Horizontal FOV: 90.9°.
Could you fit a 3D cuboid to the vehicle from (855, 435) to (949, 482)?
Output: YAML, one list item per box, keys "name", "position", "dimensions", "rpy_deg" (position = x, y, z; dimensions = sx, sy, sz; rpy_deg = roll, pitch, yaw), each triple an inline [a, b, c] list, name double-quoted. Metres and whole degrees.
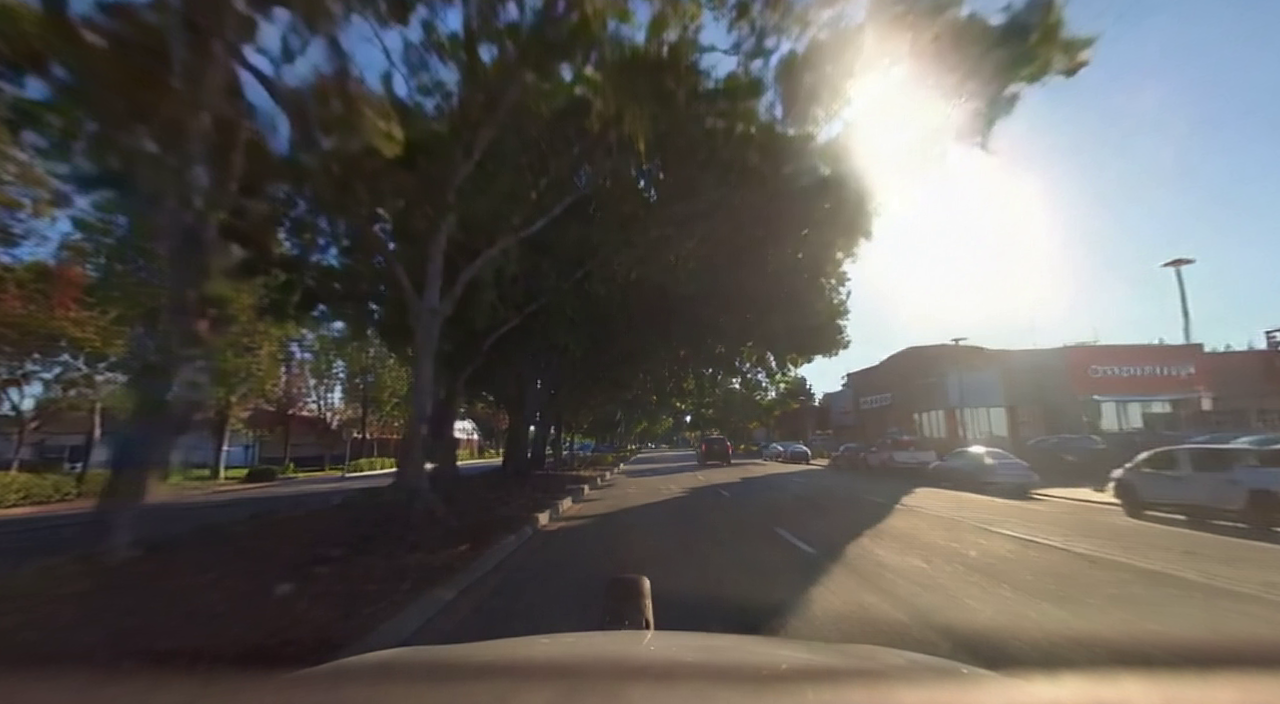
- name: "vehicle"
  position: [10.915, 4.467, 26.699]
  dimensions: [1.959, 1.751, 4.961]
  rpy_deg: [0, -9, 2]

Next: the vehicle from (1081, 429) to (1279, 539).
- name: "vehicle"
  position: [10.665, 2.327, 11.727]
  dimensions: [1.958, 1.654, 4.258]
  rpy_deg: [0, -9, 3]

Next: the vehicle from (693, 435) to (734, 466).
- name: "vehicle"
  position: [4.736, 6.427, 41.234]
  dimensions: [2.183, 1.845, 4.482]
  rpy_deg: [0, -9, 0]

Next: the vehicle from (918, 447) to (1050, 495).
- name: "vehicle"
  position: [10.809, 3.747, 20.228]
  dimensions: [1.824, 1.364, 4.238]
  rpy_deg: [0, -9, 0]

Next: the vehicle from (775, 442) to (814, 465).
- name: "vehicle"
  position: [11.465, 7.546, 47.067]
  dimensions: [1.919, 1.645, 4.254]
  rpy_deg: [0, -9, 1]
